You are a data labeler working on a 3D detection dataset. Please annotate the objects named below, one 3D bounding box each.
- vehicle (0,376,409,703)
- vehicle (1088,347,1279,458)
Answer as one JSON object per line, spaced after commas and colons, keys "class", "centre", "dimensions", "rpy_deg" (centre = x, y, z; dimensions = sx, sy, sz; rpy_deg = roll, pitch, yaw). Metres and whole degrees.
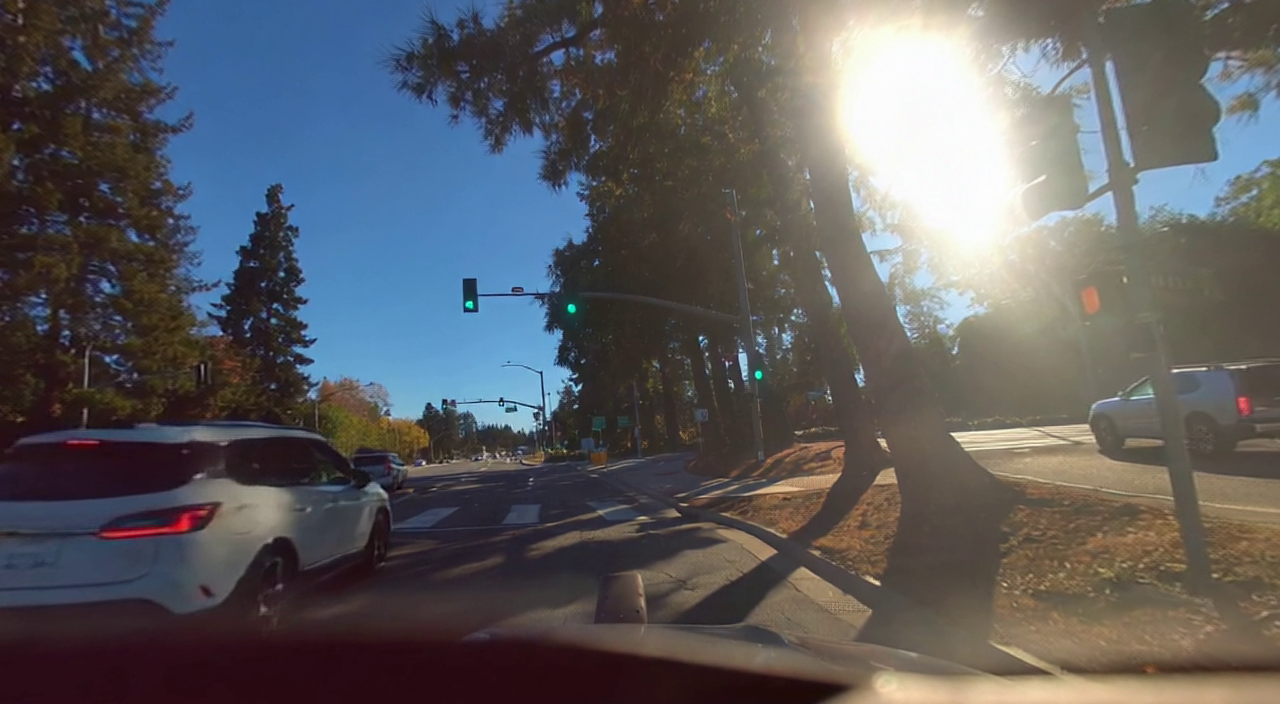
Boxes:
{"class": "vehicle", "centre": [-3.538, 1.273, 4.838], "dimensions": [2.134, 1.707, 4.471], "rpy_deg": [0, -8, -5]}
{"class": "vehicle", "centre": [10.667, 1.061, 11.631], "dimensions": [1.855, 1.669, 4.529], "rpy_deg": [-1, -9, 6]}
